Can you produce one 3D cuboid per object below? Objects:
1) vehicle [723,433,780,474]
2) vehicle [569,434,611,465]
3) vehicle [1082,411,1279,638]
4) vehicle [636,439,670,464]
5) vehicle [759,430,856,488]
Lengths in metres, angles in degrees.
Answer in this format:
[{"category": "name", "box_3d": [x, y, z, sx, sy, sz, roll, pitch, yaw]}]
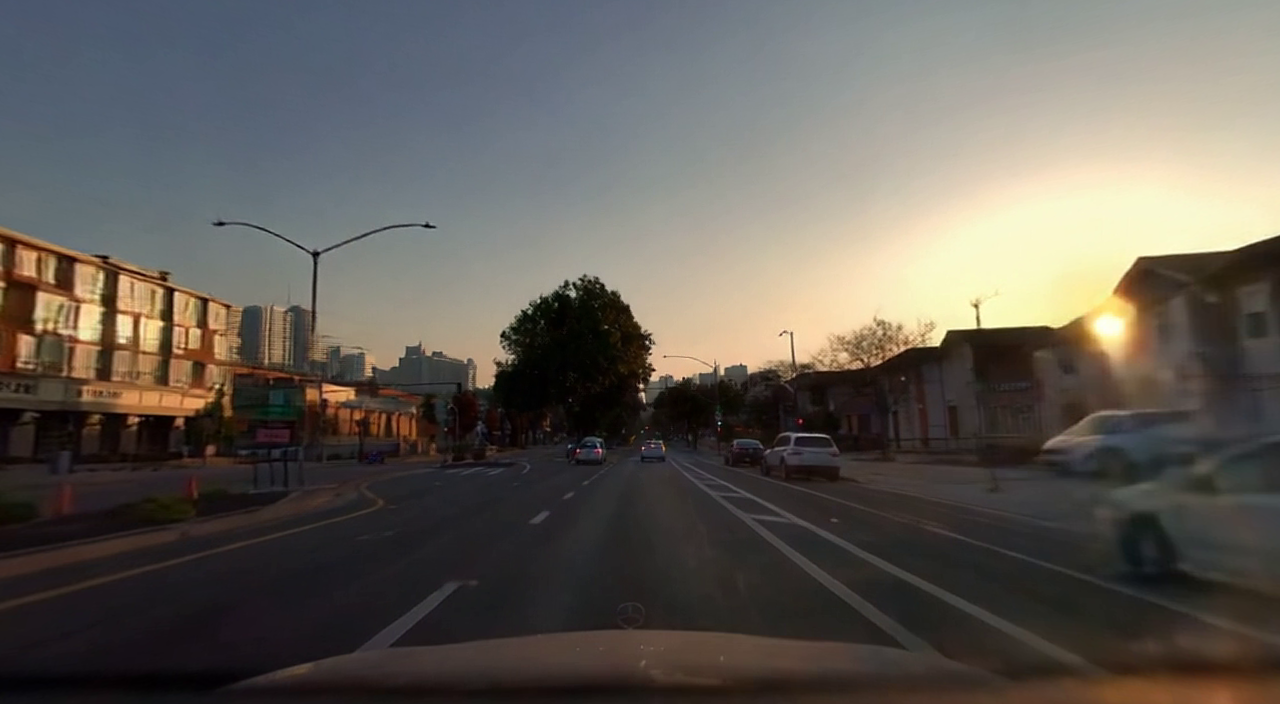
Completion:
[{"category": "vehicle", "box_3d": [5.867, 5.361, 33.894, 2.112, 1.966, 4.642, 0, -7, -1]}, {"category": "vehicle", "box_3d": [-3.019, 6.007, 38.882, 2.150, 1.779, 4.423, 0, -8, 1]}, {"category": "vehicle", "box_3d": [5.753, 1.295, 4.781, 1.955, 1.679, 3.890, 0, -7, 0]}, {"category": "vehicle", "box_3d": [0.763, 6.407, 40.676, 2.075, 1.480, 3.920, 0, -8, -1]}, {"category": "vehicle", "box_3d": [5.673, 3.641, 22.036, 2.069, 1.776, 4.797, 0, -7, 0]}]
